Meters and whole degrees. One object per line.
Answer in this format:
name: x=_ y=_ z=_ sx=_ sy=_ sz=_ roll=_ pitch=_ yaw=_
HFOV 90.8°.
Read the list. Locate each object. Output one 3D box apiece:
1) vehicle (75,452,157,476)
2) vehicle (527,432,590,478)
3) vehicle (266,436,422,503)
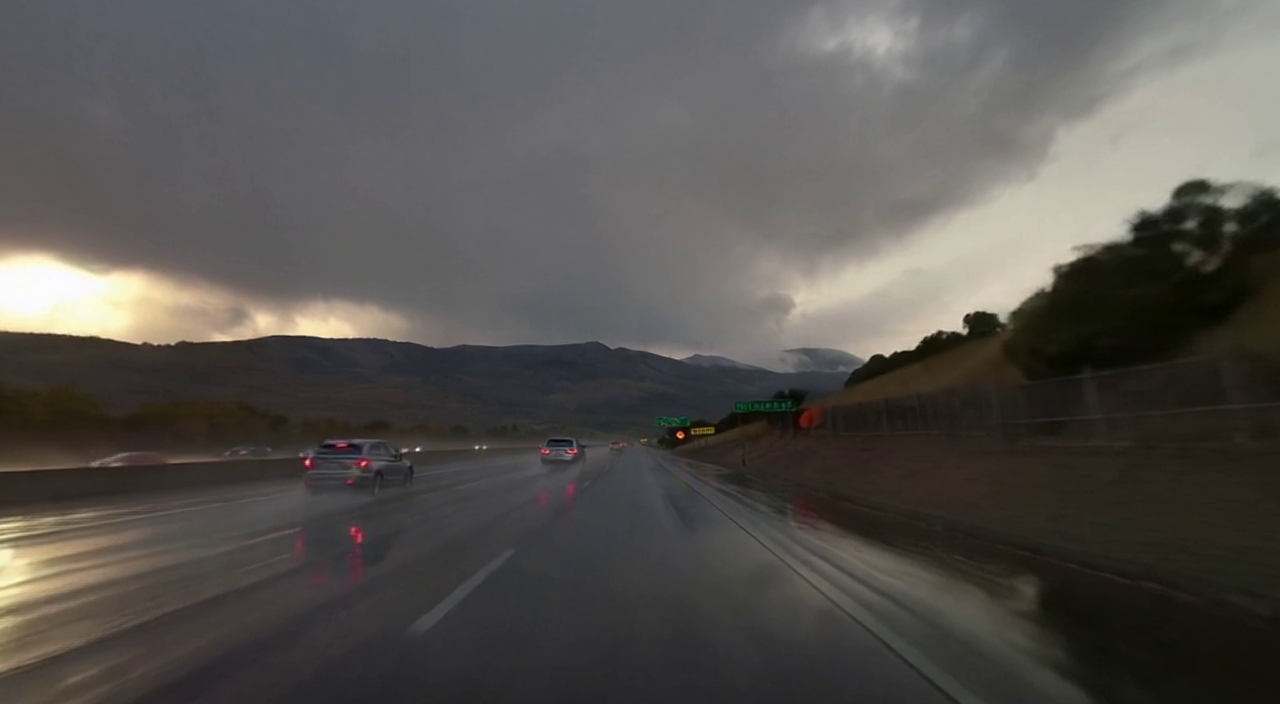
vehicle: x=-36.363 y=7.774 z=44.035 sx=1.832 sy=1.473 sz=4.566 roll=0 pitch=-8 yaw=0
vehicle: x=-3.330 y=4.316 z=26.780 sx=2.029 sy=1.753 sz=4.718 roll=0 pitch=-8 yaw=0
vehicle: x=-7.504 y=3.002 z=16.634 sx=1.930 sy=1.508 sz=4.567 roll=0 pitch=-8 yaw=-1
